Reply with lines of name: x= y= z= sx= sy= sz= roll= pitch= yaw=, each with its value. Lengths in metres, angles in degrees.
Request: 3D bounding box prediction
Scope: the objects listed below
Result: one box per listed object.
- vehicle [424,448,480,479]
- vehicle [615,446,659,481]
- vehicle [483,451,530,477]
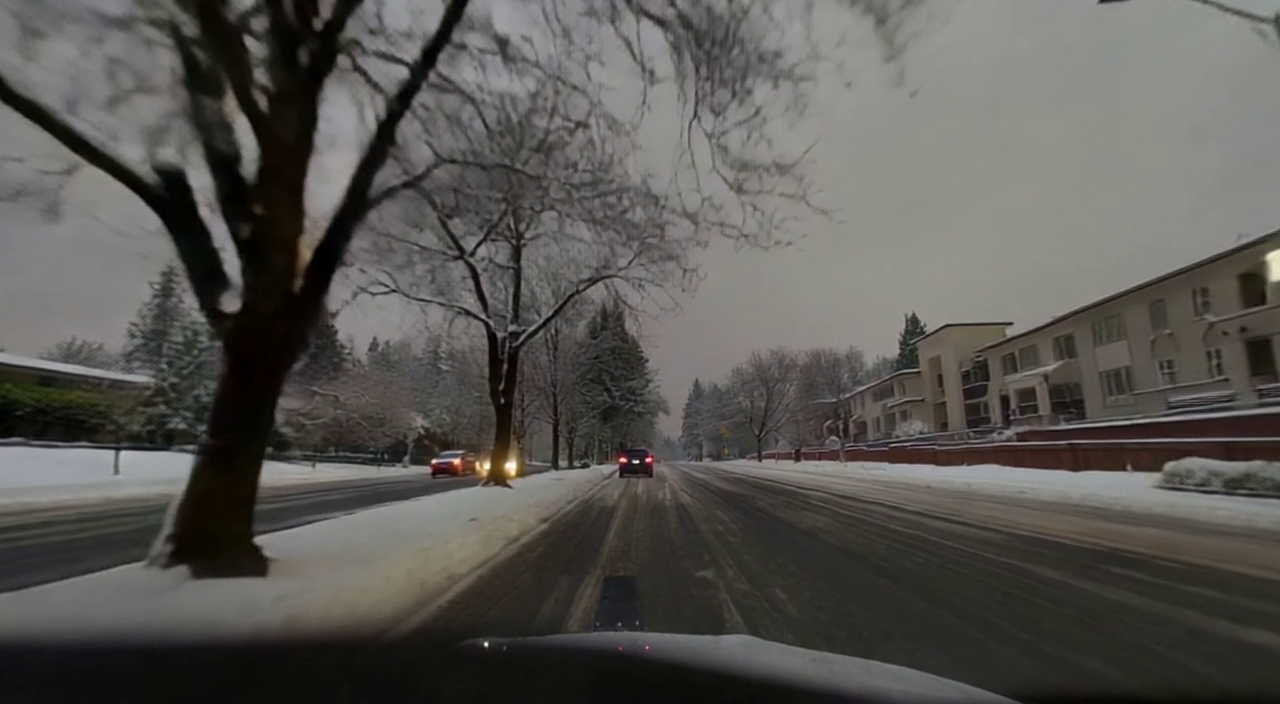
vehicle: x=-11.822 y=7.028 z=40.035 sx=2.052 sy=1.808 sz=4.716 roll=0 pitch=-8 yaw=0
vehicle: x=-0.106 y=5.512 z=31.641 sx=2.093 sy=1.591 sz=4.247 roll=0 pitch=-8 yaw=1
vehicle: x=-8.404 y=7.075 z=40.171 sx=1.957 sy=1.527 sz=4.411 roll=0 pitch=-8 yaw=1
